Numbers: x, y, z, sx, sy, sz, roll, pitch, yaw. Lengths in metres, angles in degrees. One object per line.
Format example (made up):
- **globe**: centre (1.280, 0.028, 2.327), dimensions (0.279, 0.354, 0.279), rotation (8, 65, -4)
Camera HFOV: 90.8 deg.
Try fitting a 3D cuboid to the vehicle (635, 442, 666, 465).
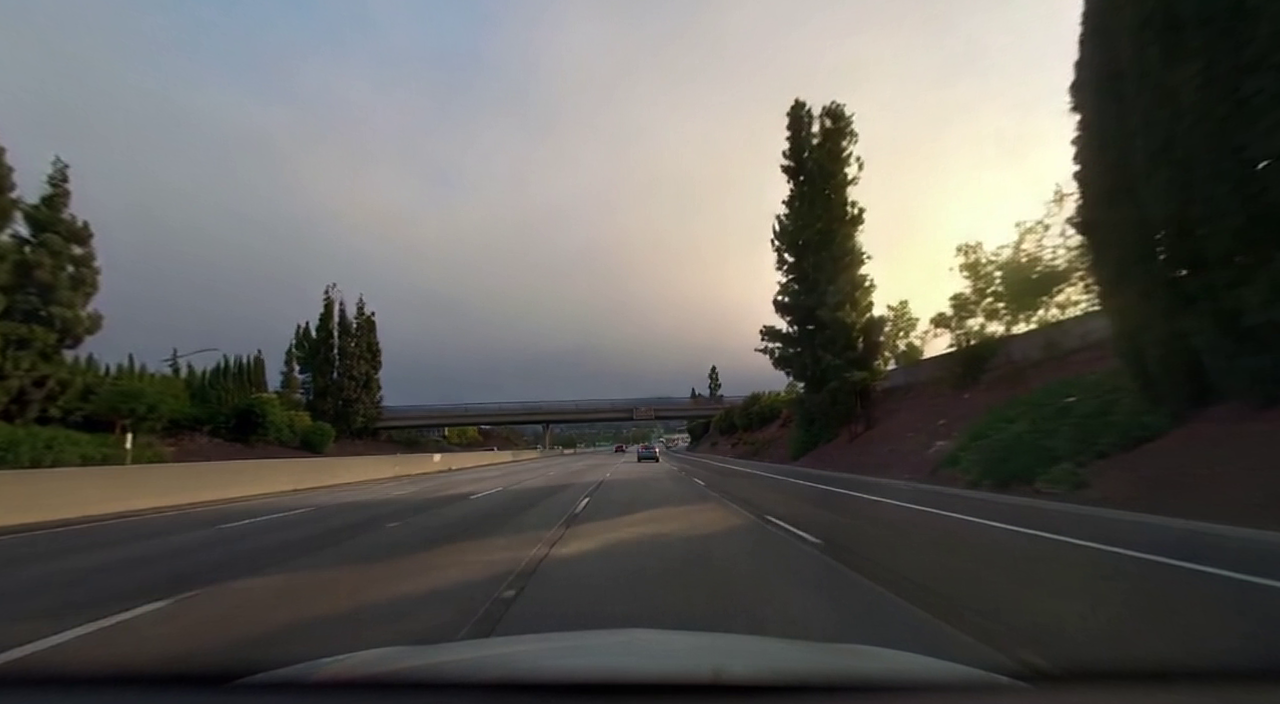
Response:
- **vehicle**: centre (0.634, 6.806, 42.433), dimensions (1.970, 1.477, 4.158), rotation (0, -9, -1)
